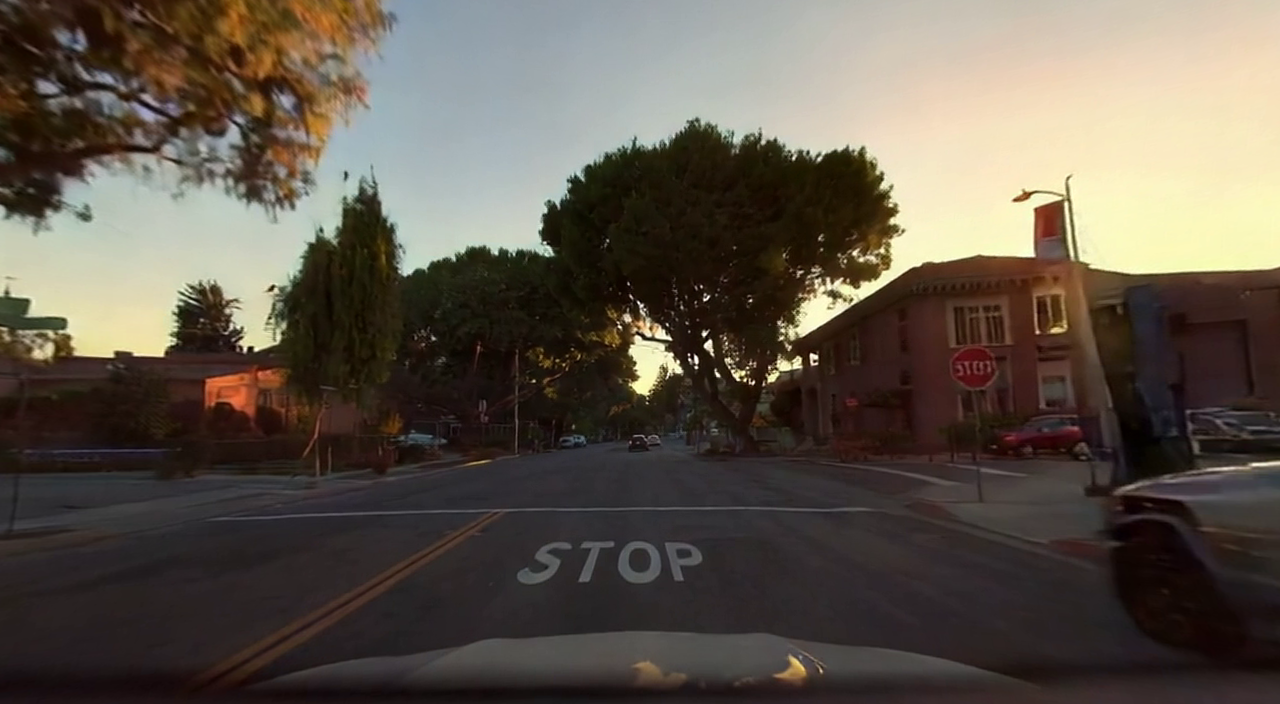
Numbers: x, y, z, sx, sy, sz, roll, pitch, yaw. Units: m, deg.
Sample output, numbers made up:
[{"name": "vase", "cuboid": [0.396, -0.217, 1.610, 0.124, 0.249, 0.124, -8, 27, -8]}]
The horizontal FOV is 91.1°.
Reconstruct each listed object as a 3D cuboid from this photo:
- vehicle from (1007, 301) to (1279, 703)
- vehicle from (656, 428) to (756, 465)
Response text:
[{"name": "vehicle", "cuboid": [4.087, 0.642, 2.099, 2.226, 1.986, 5.786, 0, -8, 0]}, {"name": "vehicle", "cuboid": [3.285, 4.822, 32.041, 2.139, 1.733, 4.791, 8, -12, -43]}]
